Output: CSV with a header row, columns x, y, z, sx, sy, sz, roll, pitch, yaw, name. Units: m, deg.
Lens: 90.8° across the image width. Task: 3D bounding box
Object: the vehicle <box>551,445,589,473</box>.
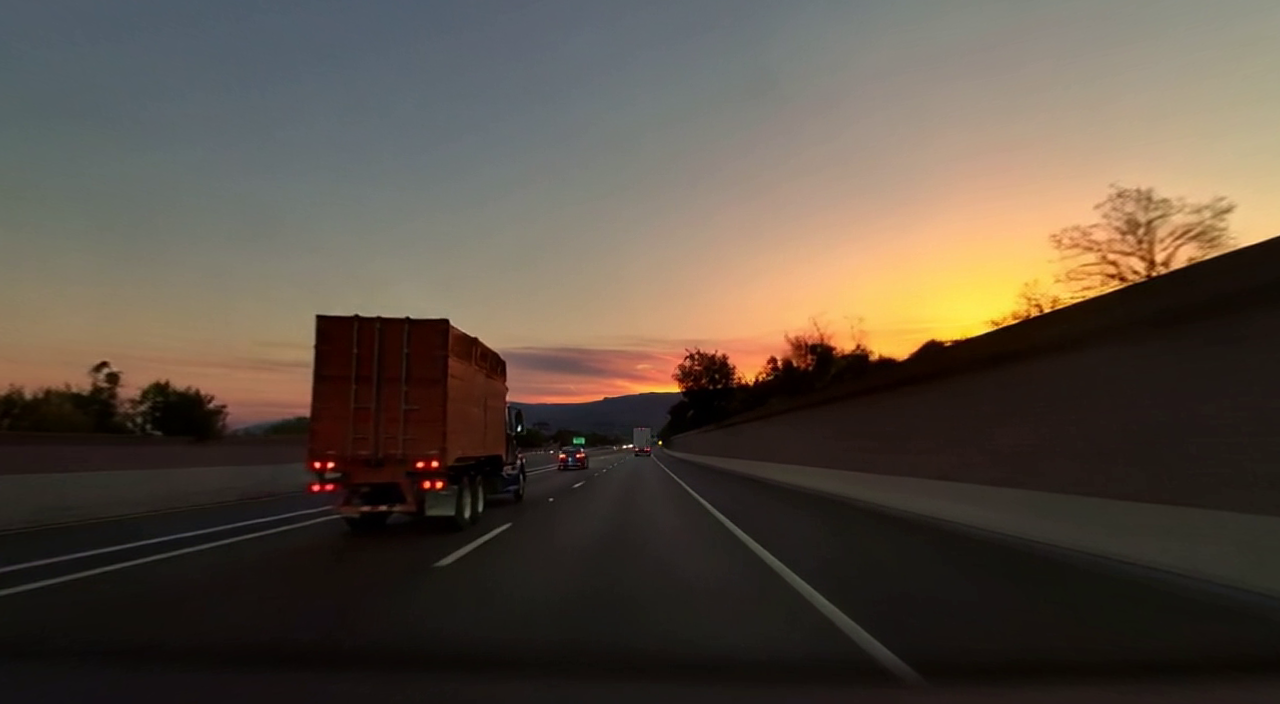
x,y,z,sx,sy,sz,roll,pitch,yaw,name
-4.146,6.370,37.838,1.880,1.569,3.714,0,-9,-1,vehicle
